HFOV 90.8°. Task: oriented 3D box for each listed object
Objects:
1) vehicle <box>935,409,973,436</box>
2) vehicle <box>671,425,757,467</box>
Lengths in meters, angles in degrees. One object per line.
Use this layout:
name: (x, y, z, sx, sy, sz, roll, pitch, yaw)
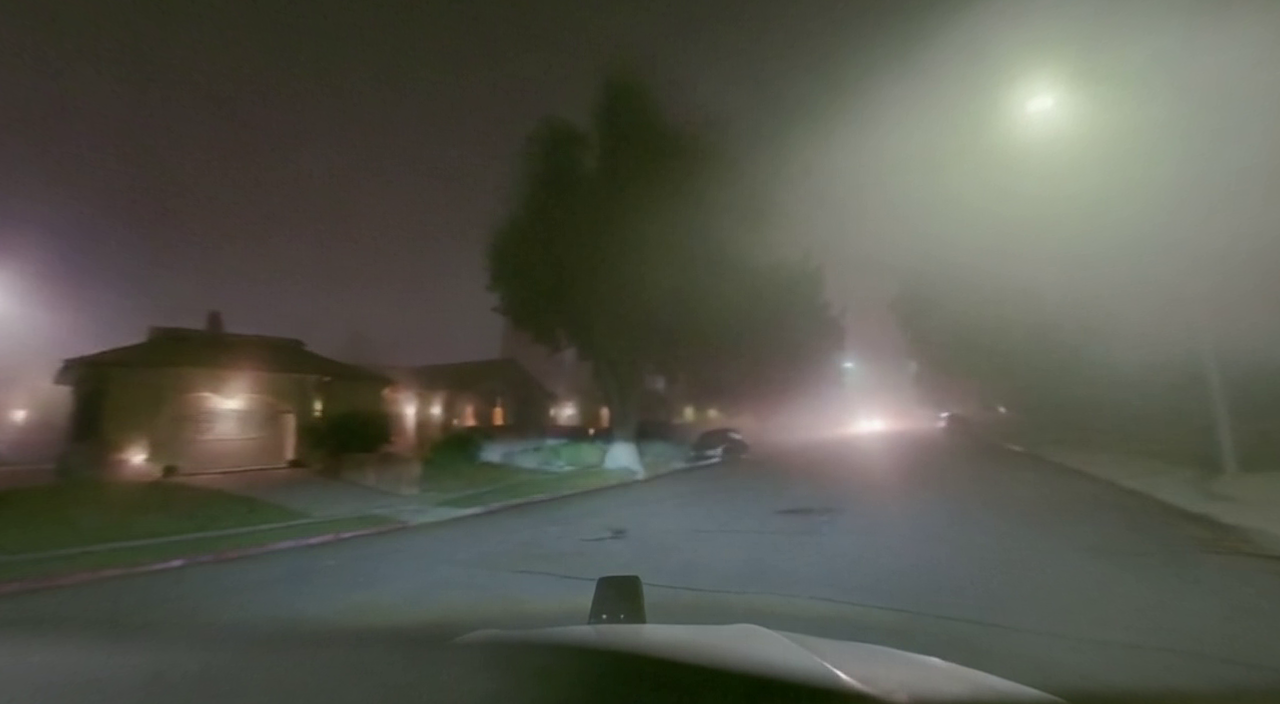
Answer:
vehicle: (21.414, 4.887, 43.171, 2.018, 1.665, 4.226, -4, -9, 24)
vehicle: (2.976, 3.680, 24.718, 1.954, 1.490, 4.292, -5, -10, 27)
